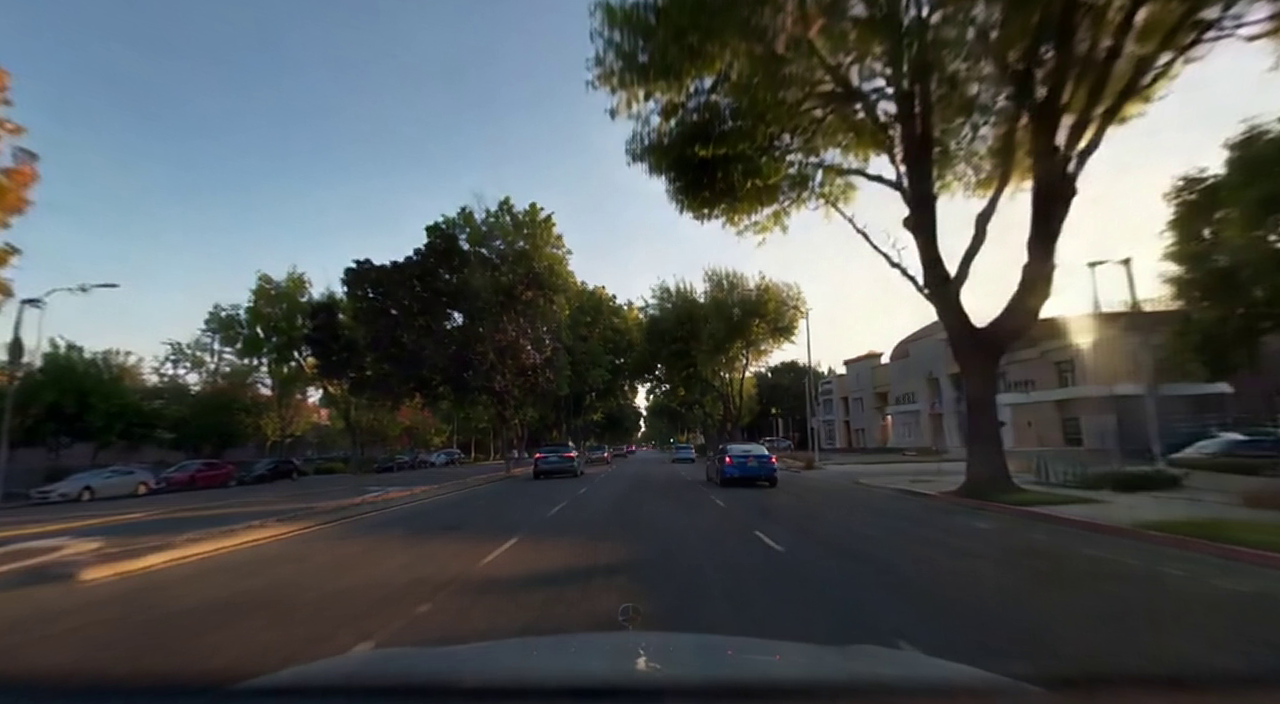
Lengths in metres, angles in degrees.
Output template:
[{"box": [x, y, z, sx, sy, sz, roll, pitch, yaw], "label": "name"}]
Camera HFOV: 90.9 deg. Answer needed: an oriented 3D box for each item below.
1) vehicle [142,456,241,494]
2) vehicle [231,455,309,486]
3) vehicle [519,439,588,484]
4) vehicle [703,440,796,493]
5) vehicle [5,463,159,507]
[{"box": [-22.657, 6.204, 32.064, 1.853, 1.693, 4.233, 0, -8, 1], "label": "vehicle"}, {"box": [-22.476, 7.190, 38.512, 1.922, 1.682, 4.638, 0, -8, 0], "label": "vehicle"}, {"box": [-3.368, 4.362, 25.402, 2.113, 1.626, 4.129, 0, -8, 1], "label": "vehicle"}, {"box": [3.325, 3.562, 20.095, 2.083, 1.474, 4.360, 0, -8, -1], "label": "vehicle"}, {"box": [-22.563, 5.358, 25.808, 2.059, 1.463, 4.780, 0, -8, -2], "label": "vehicle"}]
